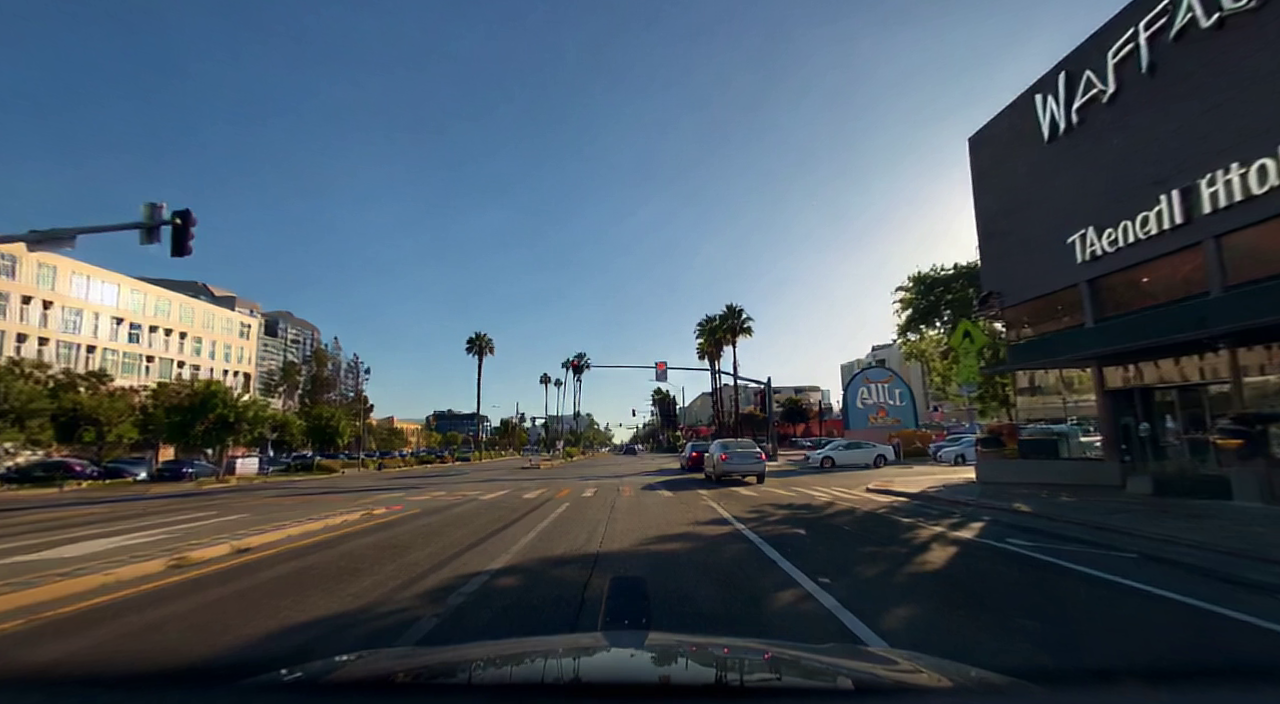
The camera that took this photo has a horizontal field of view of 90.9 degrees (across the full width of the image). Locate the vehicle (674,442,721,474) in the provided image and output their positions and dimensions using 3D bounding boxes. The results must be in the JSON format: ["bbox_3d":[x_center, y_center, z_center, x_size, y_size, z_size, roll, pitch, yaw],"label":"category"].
[{"bbox_3d":[2.834,5.353,32.105,1.870,1.467,4.800,0,-8,-1],"label":"vehicle"}]

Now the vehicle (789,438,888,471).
[{"bbox_3d":[10.423,5.421,33.383,4.448,1.640,2.160,0,-8,-1],"label":"vehicle"}]

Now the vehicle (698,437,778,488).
[{"bbox_3d":[3.219,3.721,21.498,1.931,1.534,4.126,0,-8,-2],"label":"vehicle"}]

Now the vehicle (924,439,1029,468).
[{"bbox_3d":[18.136,5.476,34.081,4.462,1.474,2.083,0,-8,-2],"label":"vehicle"}]

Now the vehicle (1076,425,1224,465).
[{"bbox_3d":[27.089,4.987,33.666,5.803,1.983,2.284,0,-9,0],"label":"vehicle"}]
